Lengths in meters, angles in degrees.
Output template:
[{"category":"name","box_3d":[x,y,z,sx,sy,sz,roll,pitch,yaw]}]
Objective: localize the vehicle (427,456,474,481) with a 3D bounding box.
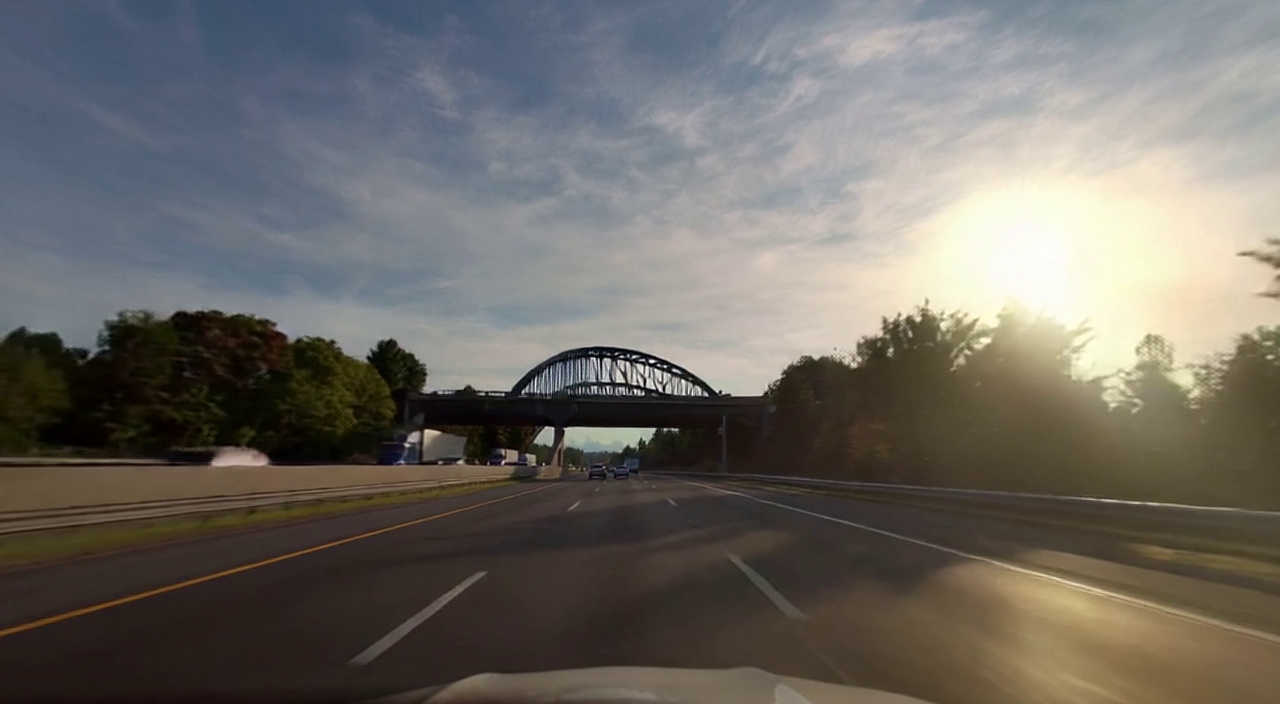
[{"category":"vehicle","box_3d":[-12.696,7.849,42.505,1.875,1.516,4.293,1,-10,0]}]
